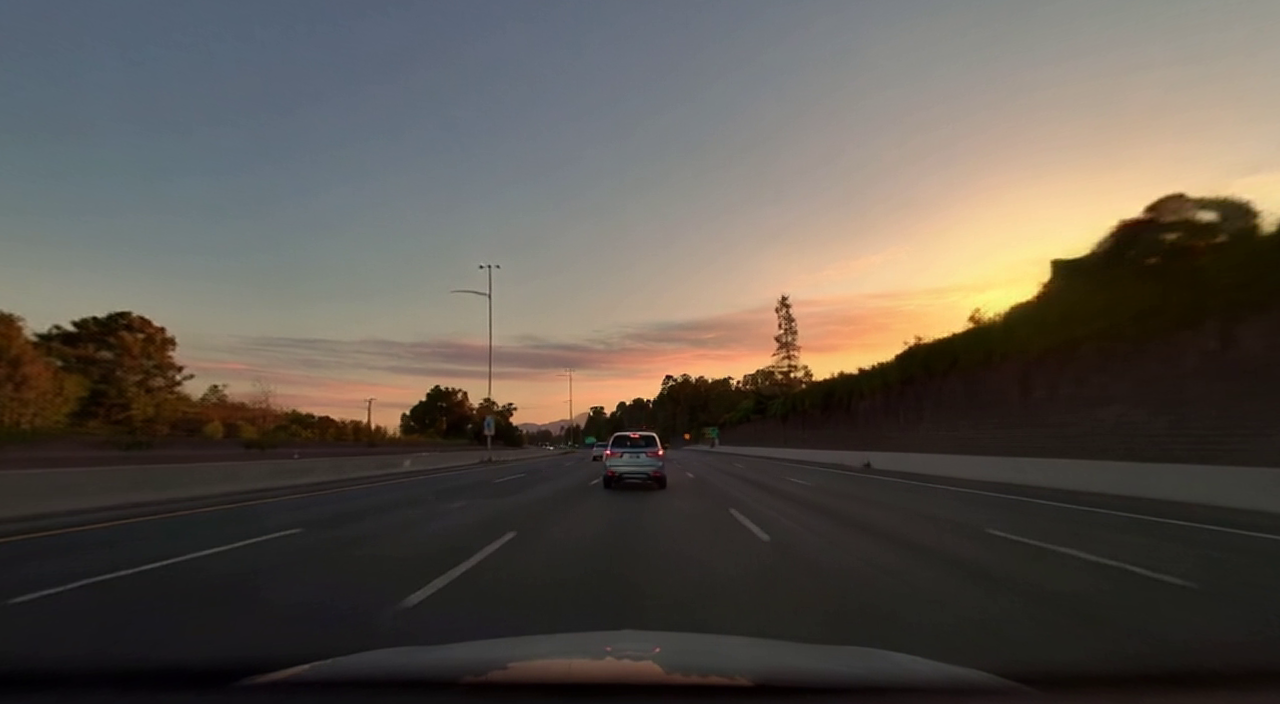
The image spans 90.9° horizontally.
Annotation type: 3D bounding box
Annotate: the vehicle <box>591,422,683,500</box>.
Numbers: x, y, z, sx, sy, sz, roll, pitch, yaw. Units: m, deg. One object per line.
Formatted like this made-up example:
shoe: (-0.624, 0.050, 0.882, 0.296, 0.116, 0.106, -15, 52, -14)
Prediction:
vehicle: (-0.038, 2.851, 16.837, 2.114, 1.787, 4.365, 0, -8, 1)
